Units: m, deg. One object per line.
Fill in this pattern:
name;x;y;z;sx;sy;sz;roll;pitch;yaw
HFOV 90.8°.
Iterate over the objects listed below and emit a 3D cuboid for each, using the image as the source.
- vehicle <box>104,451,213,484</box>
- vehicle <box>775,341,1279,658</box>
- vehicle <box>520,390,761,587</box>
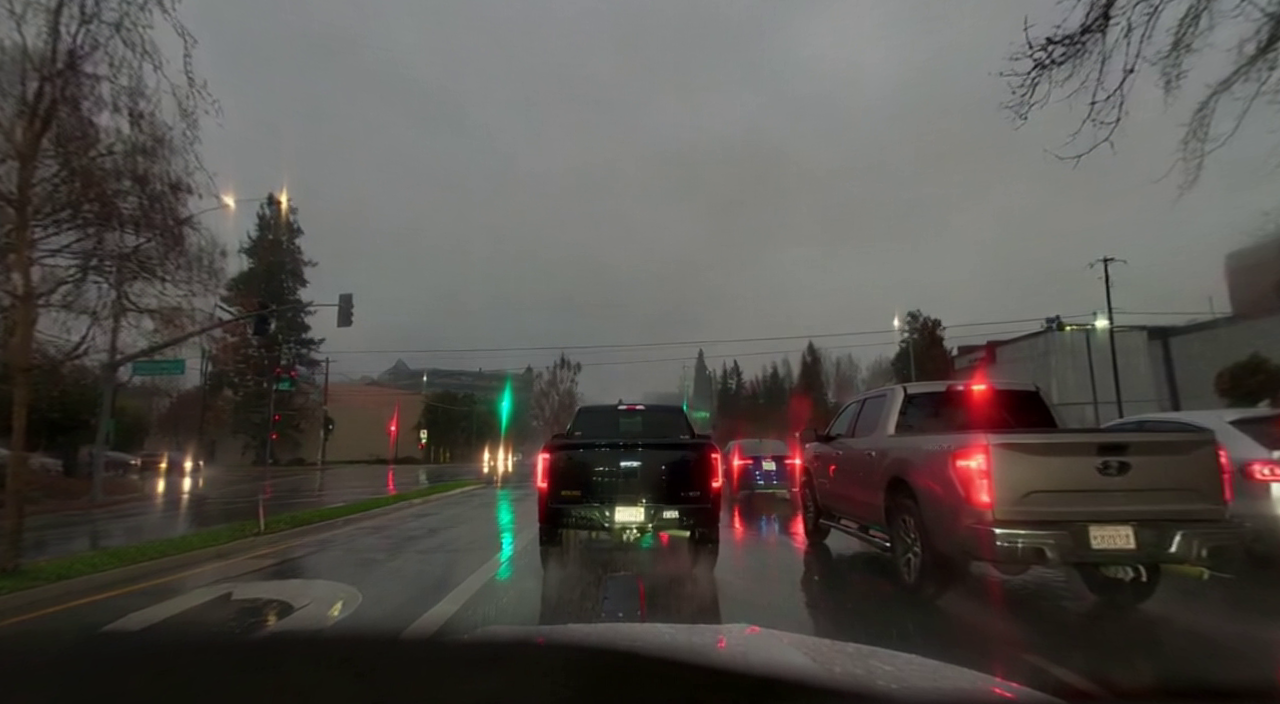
vehicle;-26.398;6.322;34.852;4.437;1.669;1.936;5;-10;-30
vehicle;3.331;1.314;6.804;2.412;1.953;5.682;0;-9;-1
vehicle;-0.052;1.643;8.474;2.240;1.821;5.001;0;-9;-1
